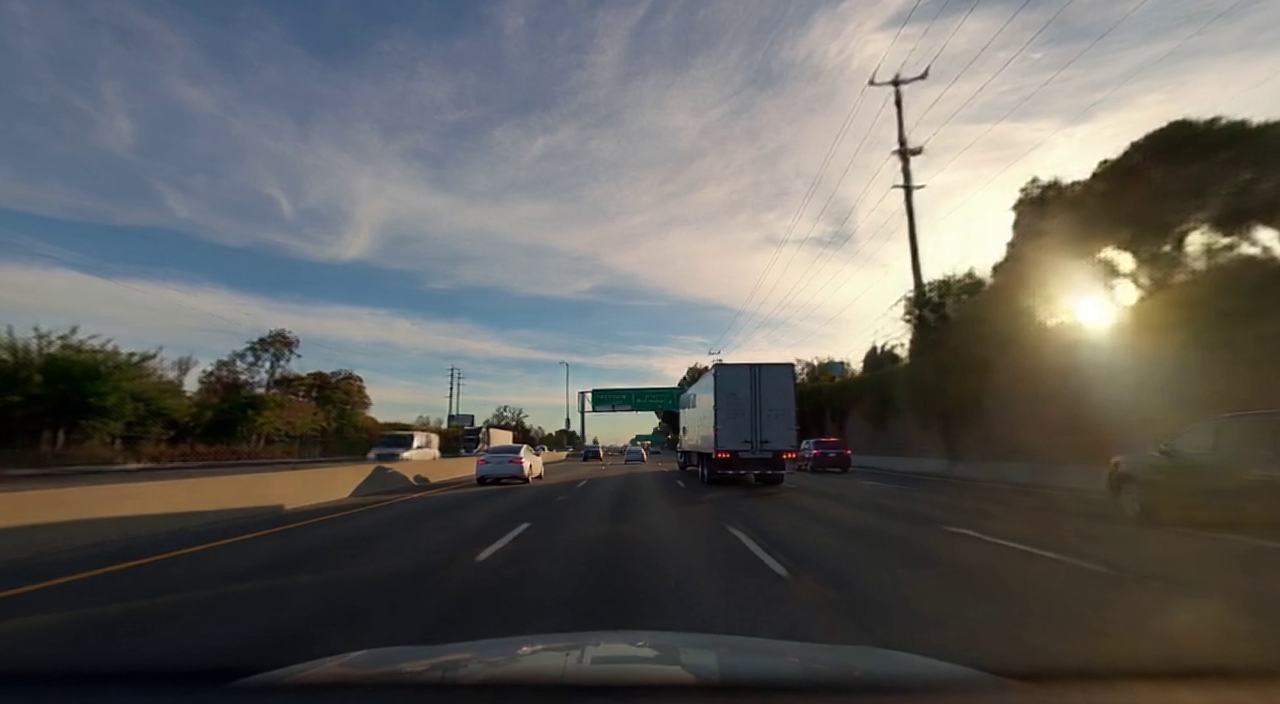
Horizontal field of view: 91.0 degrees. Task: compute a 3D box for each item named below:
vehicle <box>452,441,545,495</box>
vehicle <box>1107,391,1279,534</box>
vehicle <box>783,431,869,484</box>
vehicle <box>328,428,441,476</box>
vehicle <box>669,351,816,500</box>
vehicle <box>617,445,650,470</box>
[{"bbox_3d":[-4.279,3.545,19.642,1.968,1.507,3.829,0,-8,1],"label":"vehicle"},{"bbox_3d":[10.861,1.711,9.814,2.420,2.141,5.994,0,-8,-2],"label":"vehicle"},{"bbox_3d":[7.506,4.294,25.954,2.079,1.938,4.630,0,-8,0],"label":"vehicle"},{"bbox_3d":[-11.146,4.420,28.146,2.558,1.904,6.041,0,-8,0],"label":"vehicle"},{"bbox_3d":[3.170,3.180,25.452,2.907,4.109,16.177,0,-8,-1],"label":"vehicle"},{"bbox_3d":[-0.408,6.866,41.185,2.047,1.485,3.938,0,-8,0],"label":"vehicle"}]
